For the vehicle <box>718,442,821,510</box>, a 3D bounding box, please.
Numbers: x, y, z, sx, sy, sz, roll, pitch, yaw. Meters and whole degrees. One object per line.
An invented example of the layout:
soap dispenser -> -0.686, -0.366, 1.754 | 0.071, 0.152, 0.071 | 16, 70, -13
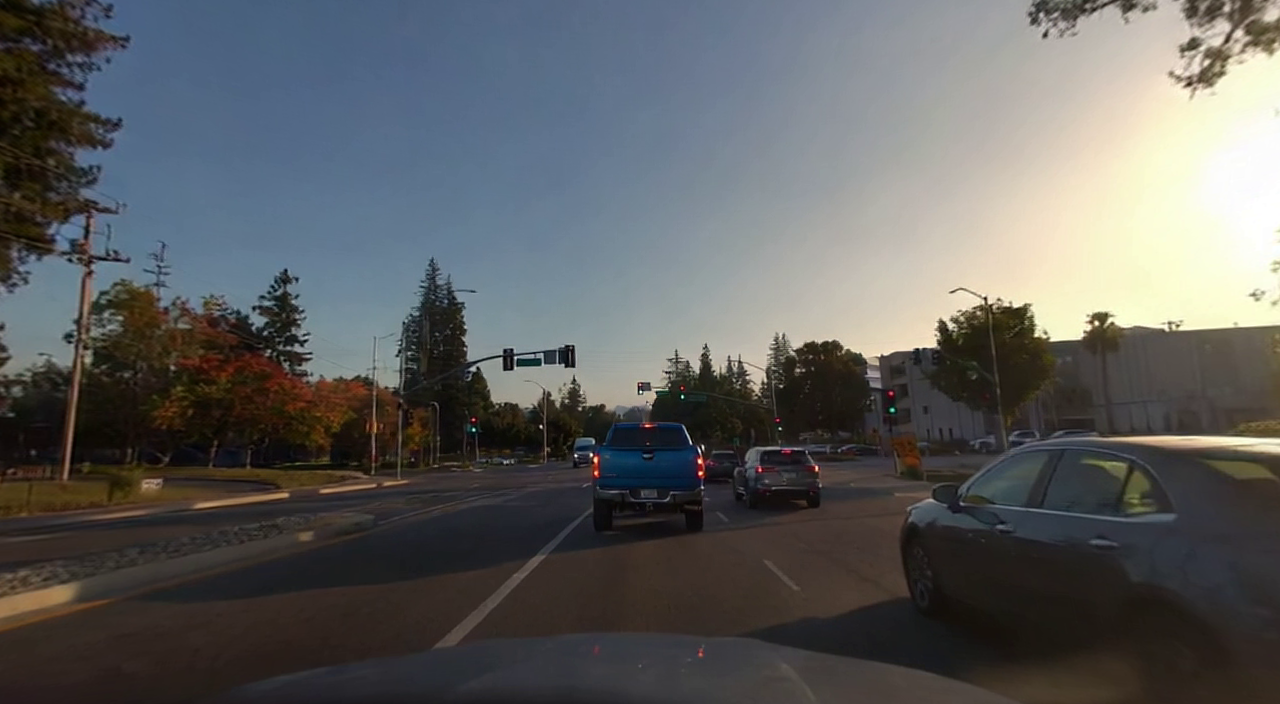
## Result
vehicle -> 3.471, 3.404, 17.831 | 1.957, 1.646, 4.355 | 0, -9, 0

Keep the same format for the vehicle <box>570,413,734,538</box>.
vehicle -> 0.193, 2.403, 12.979 | 2.636, 2.011, 5.425 | 0, -9, 0

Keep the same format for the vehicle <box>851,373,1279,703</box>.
vehicle -> 3.294, 1.173, 3.899 | 2.155, 1.667, 5.162 | 0, -9, 0
